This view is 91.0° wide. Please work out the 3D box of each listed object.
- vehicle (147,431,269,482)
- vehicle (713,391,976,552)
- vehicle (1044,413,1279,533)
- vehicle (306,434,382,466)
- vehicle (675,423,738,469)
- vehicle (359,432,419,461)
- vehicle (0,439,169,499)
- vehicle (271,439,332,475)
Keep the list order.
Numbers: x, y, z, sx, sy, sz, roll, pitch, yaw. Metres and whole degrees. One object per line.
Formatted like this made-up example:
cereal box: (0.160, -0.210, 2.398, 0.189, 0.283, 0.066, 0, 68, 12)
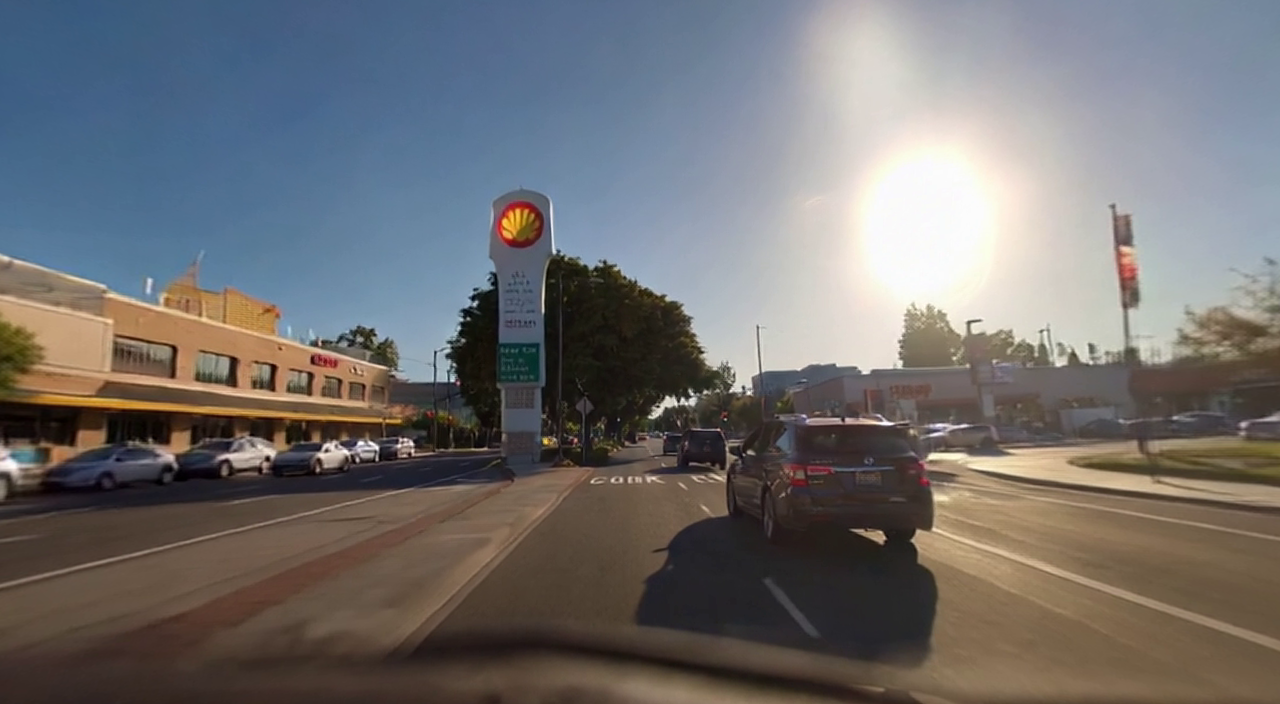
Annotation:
vehicle: (-17.975, 4.350, 26.537, 1.930, 1.935, 4.567, 0, -8, -1)
vehicle: (2.507, 1.637, 9.306, 2.183, 1.720, 4.842, 0, -8, -1)
vehicle: (9.723, 1.965, 10.850, 2.177, 1.593, 5.027, 0, -8, 0)
vehicle: (-18.039, 5.986, 38.644, 2.129, 1.843, 5.067, -1, -8, 1)
vehicle: (2.558, 3.750, 25.246, 1.999, 1.679, 4.217, 0, -8, -1)
vehicle: (-17.888, 6.764, 45.211, 2.263, 1.887, 5.170, 0, -8, -1)
vehicle: (-18.077, 3.702, 20.447, 1.881, 1.679, 4.598, -1, -8, 2)
vehicle: (-16.057, 4.932, 29.868, 2.290, 1.519, 4.860, 4, -9, -28)
